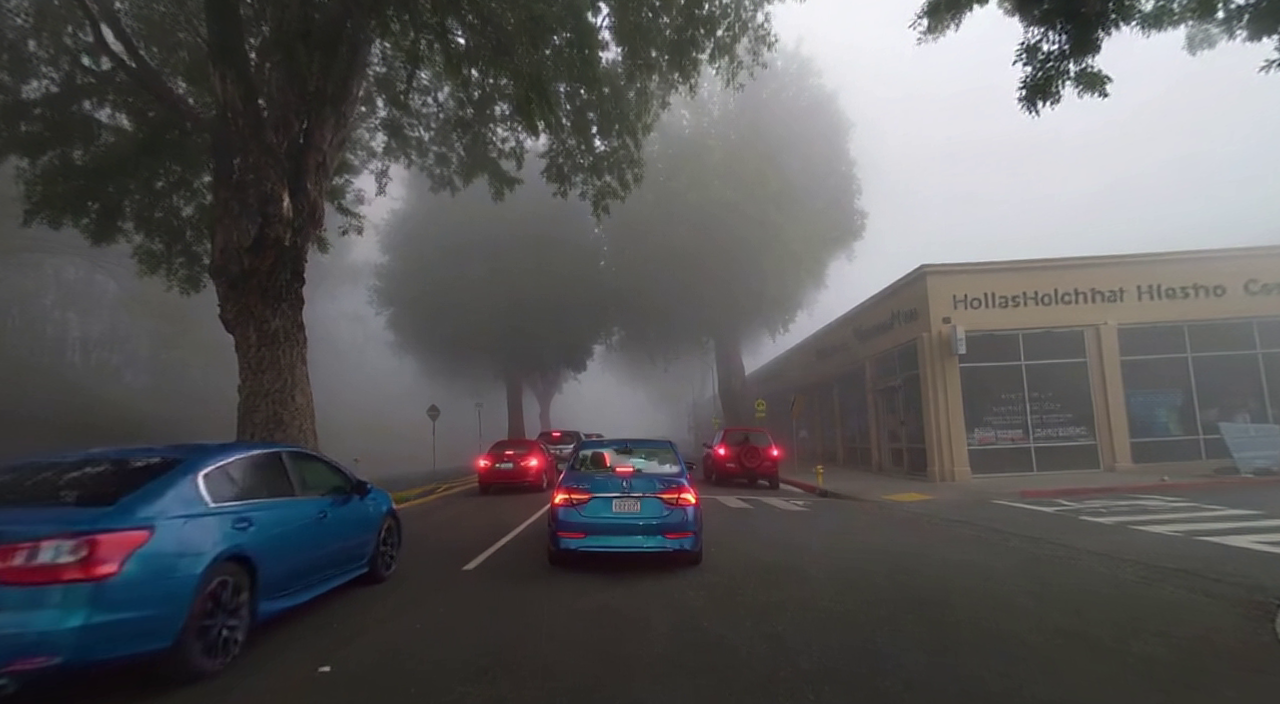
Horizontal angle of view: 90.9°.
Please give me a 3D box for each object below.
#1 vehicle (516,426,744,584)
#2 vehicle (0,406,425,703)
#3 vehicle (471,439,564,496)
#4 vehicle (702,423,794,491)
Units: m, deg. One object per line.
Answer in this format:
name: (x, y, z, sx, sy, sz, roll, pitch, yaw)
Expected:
vehicle: (-0.108, 1.758, 8.064, 2.160, 1.482, 4.037, 0, -9, 0)
vehicle: (-3.373, 1.260, 4.527, 2.029, 1.456, 4.414, 0, -9, 1)
vehicle: (-3.467, 3.346, 18.649, 1.905, 1.473, 4.016, 0, -9, 1)
vehicle: (3.395, 3.422, 20.826, 2.152, 1.987, 4.527, 0, -9, -1)
